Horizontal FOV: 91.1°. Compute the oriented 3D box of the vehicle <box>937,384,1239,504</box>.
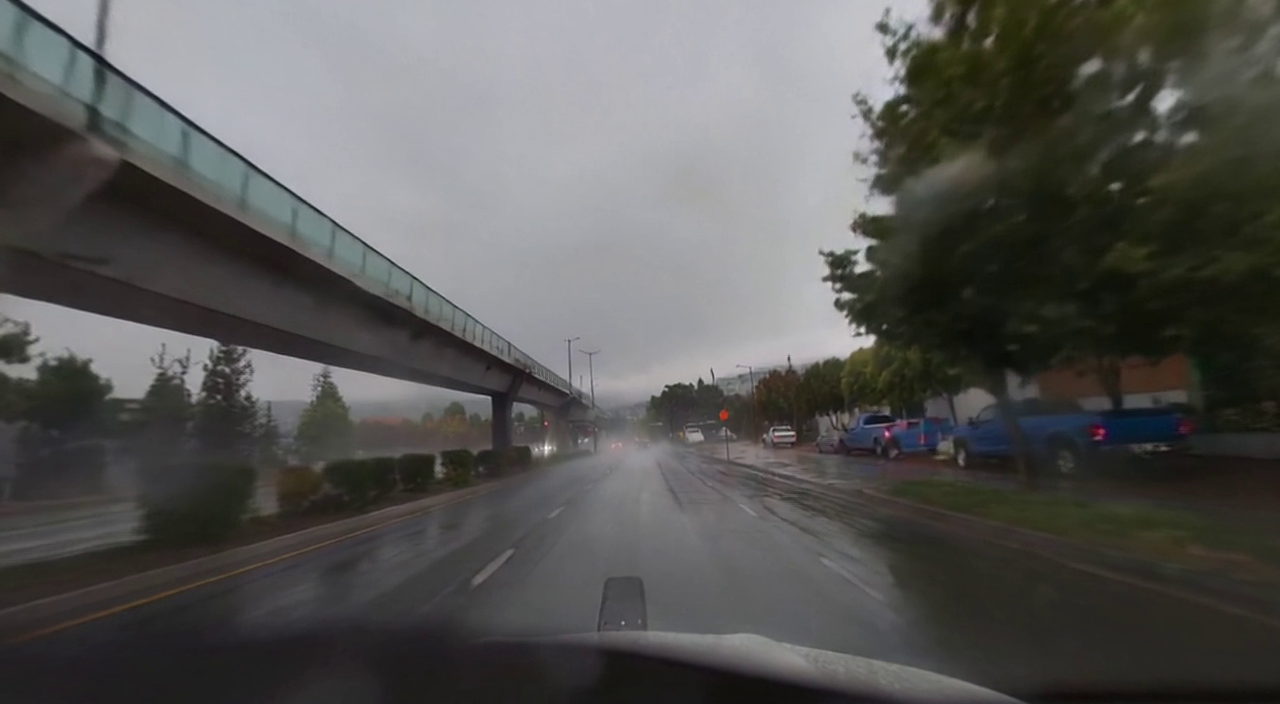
[{"bbox_3d":[10.259,2.267,15.493,2.445,2.272,6.461,-1,-8,-2],"label":"vehicle"}]

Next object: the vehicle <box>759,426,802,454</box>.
[{"bbox_3d":[11.091,7.058,49.988,2.244,1.866,4.603,-6,-9,0],"label":"vehicle"}]
